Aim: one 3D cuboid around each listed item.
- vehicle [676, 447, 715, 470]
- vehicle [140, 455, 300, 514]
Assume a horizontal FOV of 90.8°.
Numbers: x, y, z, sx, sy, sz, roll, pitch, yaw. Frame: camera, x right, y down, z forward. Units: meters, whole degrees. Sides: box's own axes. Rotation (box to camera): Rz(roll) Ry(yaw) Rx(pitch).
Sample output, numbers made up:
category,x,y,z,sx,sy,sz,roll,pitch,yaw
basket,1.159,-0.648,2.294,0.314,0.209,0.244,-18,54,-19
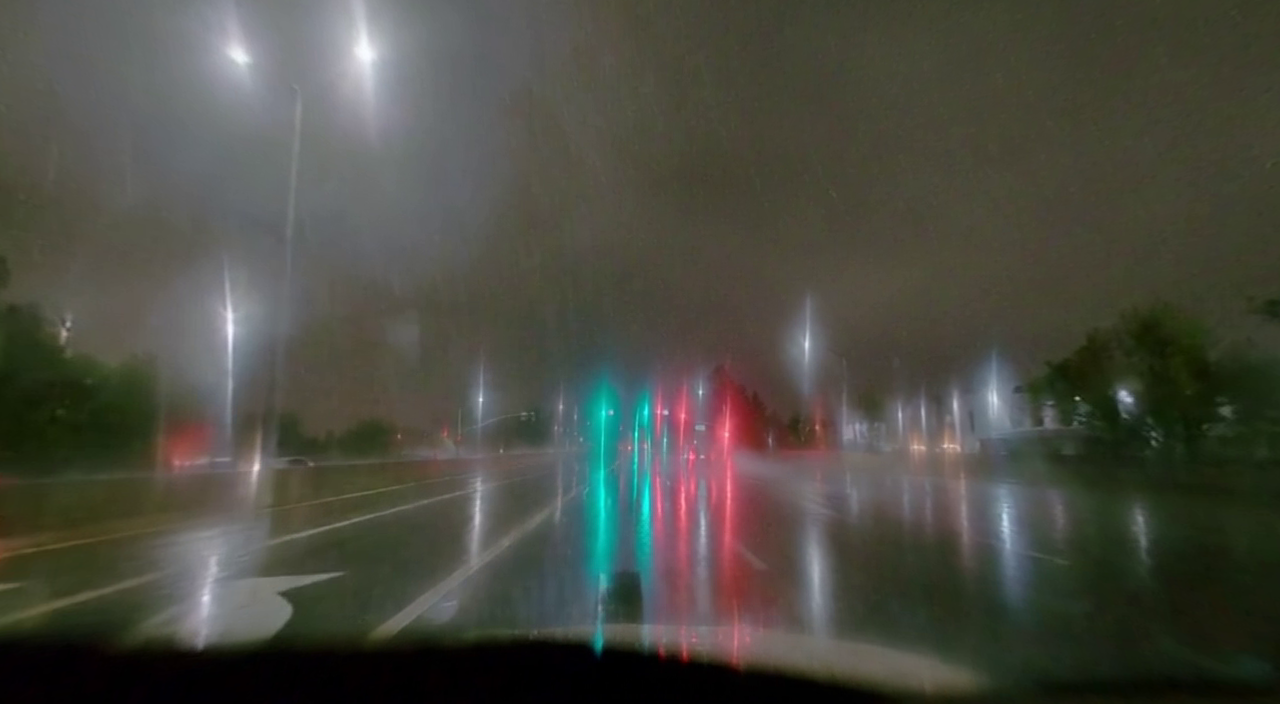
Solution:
category,x,y,z,sx,sy,sz,roll,pitch,yaw
vehicle,3.801,7.402,44.043,2.187,1.475,4.529,0,-9,-1
vehicle,-12.479,3.909,19.187,1.870,1.501,4.364,0,-9,0
